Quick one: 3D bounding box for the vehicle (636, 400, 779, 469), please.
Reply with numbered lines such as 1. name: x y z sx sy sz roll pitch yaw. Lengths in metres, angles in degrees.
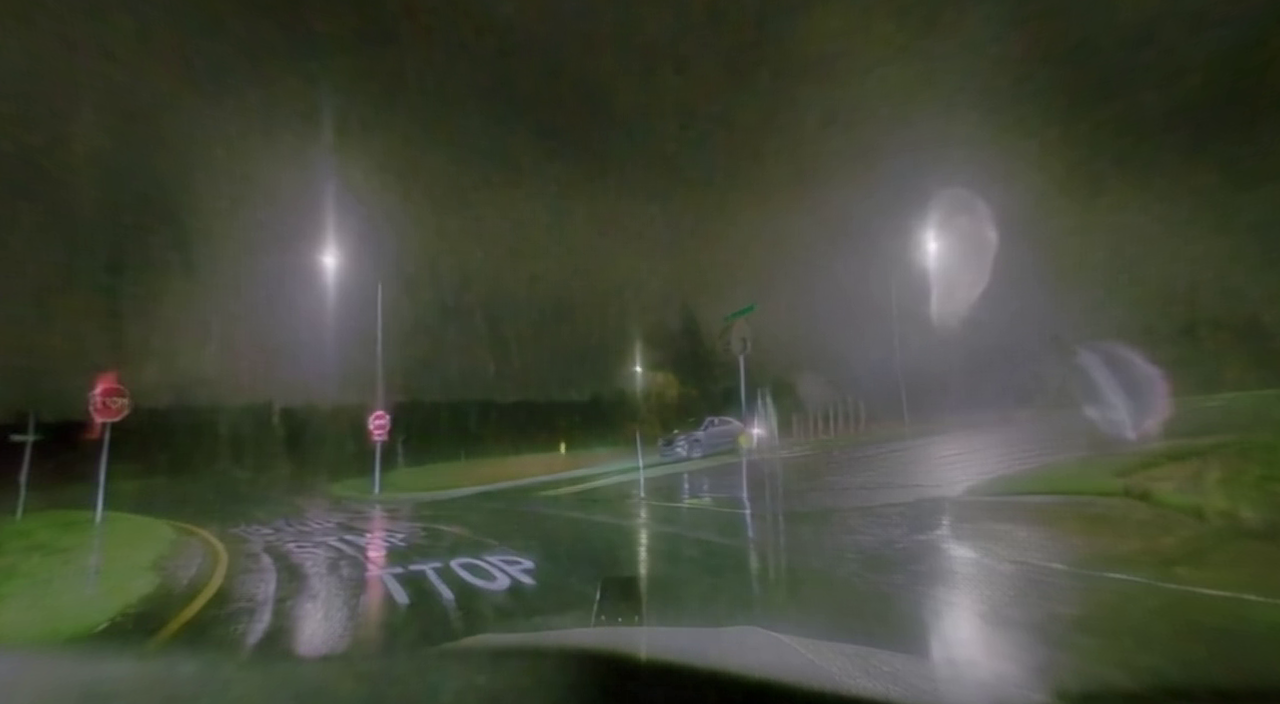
1. vehicle: 2.308 2.711 20.940 4.403 1.574 1.914 -5 -5 -37
